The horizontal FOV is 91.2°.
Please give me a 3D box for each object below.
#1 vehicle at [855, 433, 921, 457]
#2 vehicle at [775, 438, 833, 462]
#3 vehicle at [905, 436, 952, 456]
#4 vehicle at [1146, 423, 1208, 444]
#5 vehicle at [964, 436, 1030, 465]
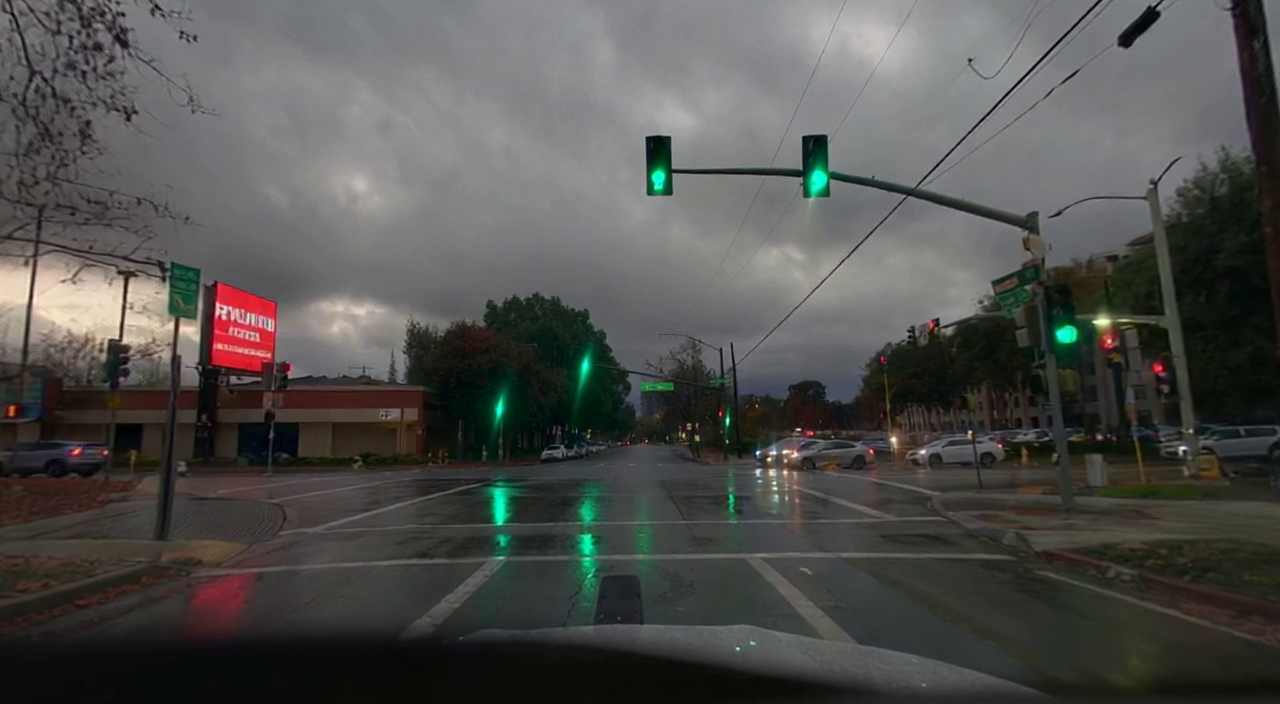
[{"bbox_3d":[16.933,6.325,42.693,4.522,1.546,1.941,6,-11,-34],"label":"vehicle"},{"bbox_3d":[11.090,6.608,42.248,1.955,1.508,4.295,-8,-12,42],"label":"vehicle"},{"bbox_3d":[21.827,7.135,47.498,1.923,1.463,3.758,-1,-9,3],"label":"vehicle"},{"bbox_3d":[40.931,6.244,47.850,1.682,1.422,3.422,-1,-10,0],"label":"vehicle"},{"bbox_3d":[21.019,5.774,37.077,1.851,1.388,3.475,0,-4,-1],"label":"vehicle"}]
